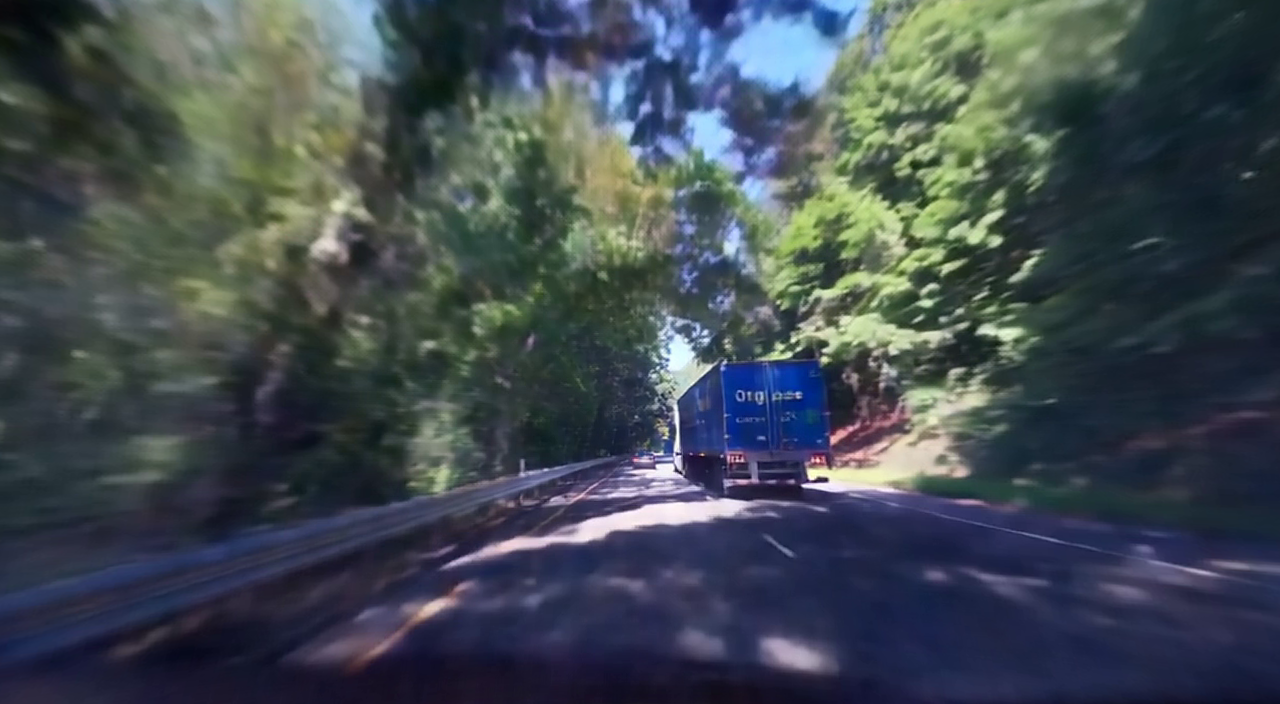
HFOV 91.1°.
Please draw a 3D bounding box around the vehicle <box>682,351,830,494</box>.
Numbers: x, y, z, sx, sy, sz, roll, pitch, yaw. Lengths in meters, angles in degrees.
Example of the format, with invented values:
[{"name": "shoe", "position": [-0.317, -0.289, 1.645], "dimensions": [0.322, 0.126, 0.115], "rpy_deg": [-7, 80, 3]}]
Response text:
[{"name": "vehicle", "position": [3.721, 2.879, 23.906], "dimensions": [3.440, 4.090, 11.380], "rpy_deg": [0, -9, 0]}]
